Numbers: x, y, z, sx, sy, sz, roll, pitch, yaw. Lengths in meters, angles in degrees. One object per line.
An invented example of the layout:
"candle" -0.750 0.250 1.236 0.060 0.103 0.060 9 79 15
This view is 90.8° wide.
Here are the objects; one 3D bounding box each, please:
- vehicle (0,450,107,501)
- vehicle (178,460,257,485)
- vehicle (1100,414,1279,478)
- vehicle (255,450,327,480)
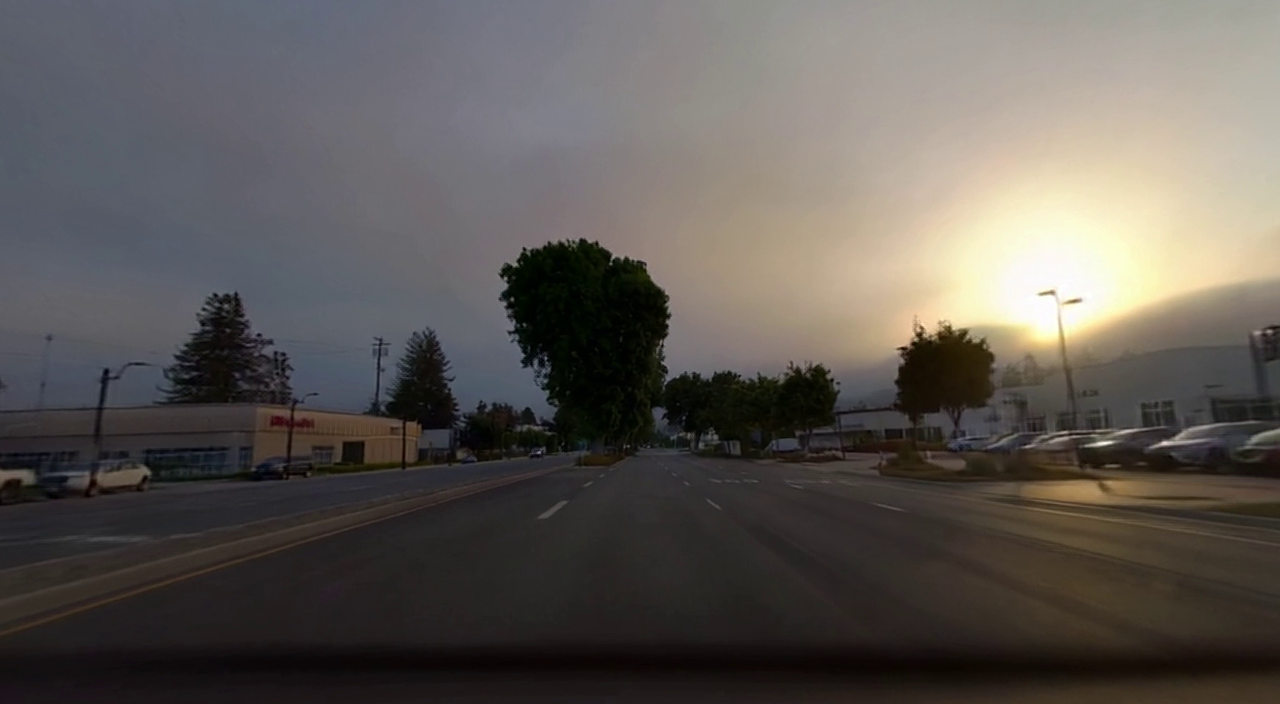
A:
"vehicle" -25.074 4.950 25.255 5.166 1.832 2.213 0 -9 -15
"vehicle" -29.001 8.256 43.591 1.864 1.502 4.731 -1 -9 6
"vehicle" 20.237 3.443 23.127 5.006 1.943 1.994 -3 -9 0
"vehicle" -24.950 8.051 45.083 5.468 1.809 2.141 -9 -10 32
